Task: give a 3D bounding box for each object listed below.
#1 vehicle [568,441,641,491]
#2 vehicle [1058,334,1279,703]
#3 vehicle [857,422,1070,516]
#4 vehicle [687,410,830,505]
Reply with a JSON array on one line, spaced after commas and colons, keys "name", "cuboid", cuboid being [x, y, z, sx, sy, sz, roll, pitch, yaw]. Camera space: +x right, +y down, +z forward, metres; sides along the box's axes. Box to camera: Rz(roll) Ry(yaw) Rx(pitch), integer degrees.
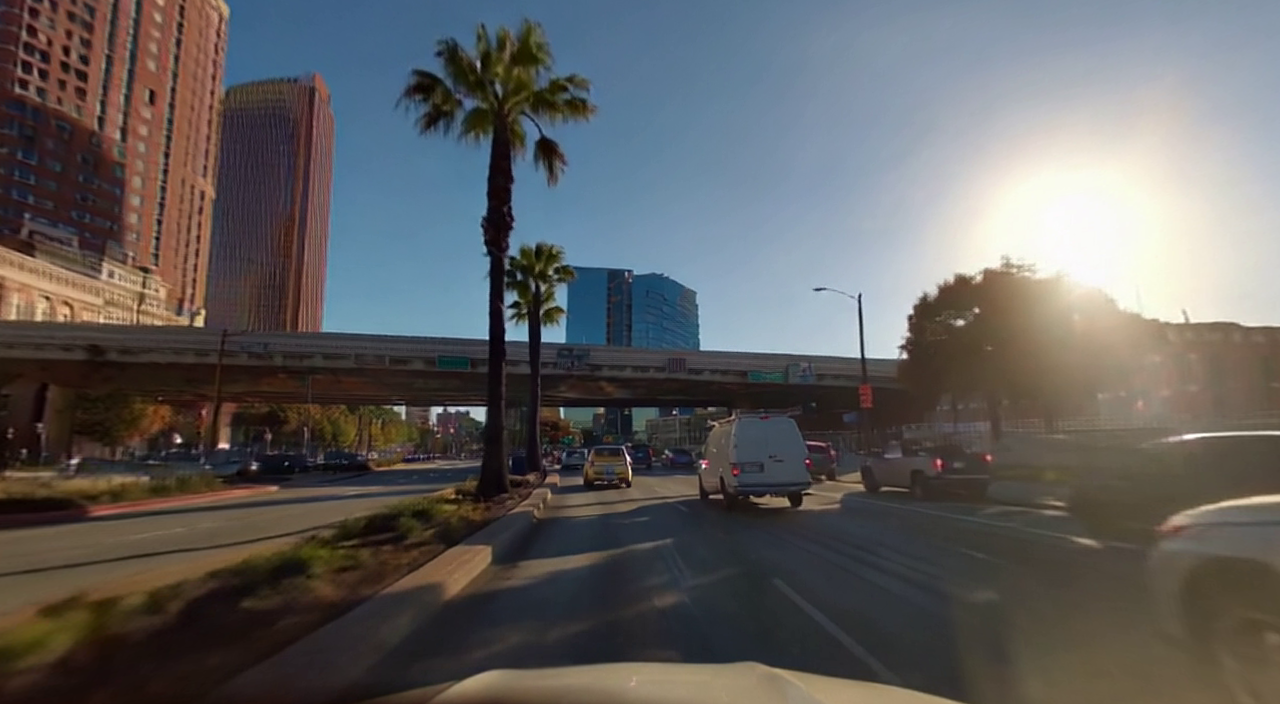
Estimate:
[{"name": "vehicle", "cuboid": [-1.461, 4.184, 23.610, 2.332, 1.625, 4.933, 1, -9, -8]}, {"name": "vehicle", "cuboid": [3.606, 0.633, 1.545, 2.151, 1.695, 4.258, -1, -9, -1]}, {"name": "vehicle", "cuboid": [6.977, 2.572, 14.415, 2.164, 1.745, 4.677, 0, -9, -3]}, {"name": "vehicle", "cuboid": [2.965, 2.844, 17.348, 2.434, 2.171, 5.098, 0, -9, -6]}]
